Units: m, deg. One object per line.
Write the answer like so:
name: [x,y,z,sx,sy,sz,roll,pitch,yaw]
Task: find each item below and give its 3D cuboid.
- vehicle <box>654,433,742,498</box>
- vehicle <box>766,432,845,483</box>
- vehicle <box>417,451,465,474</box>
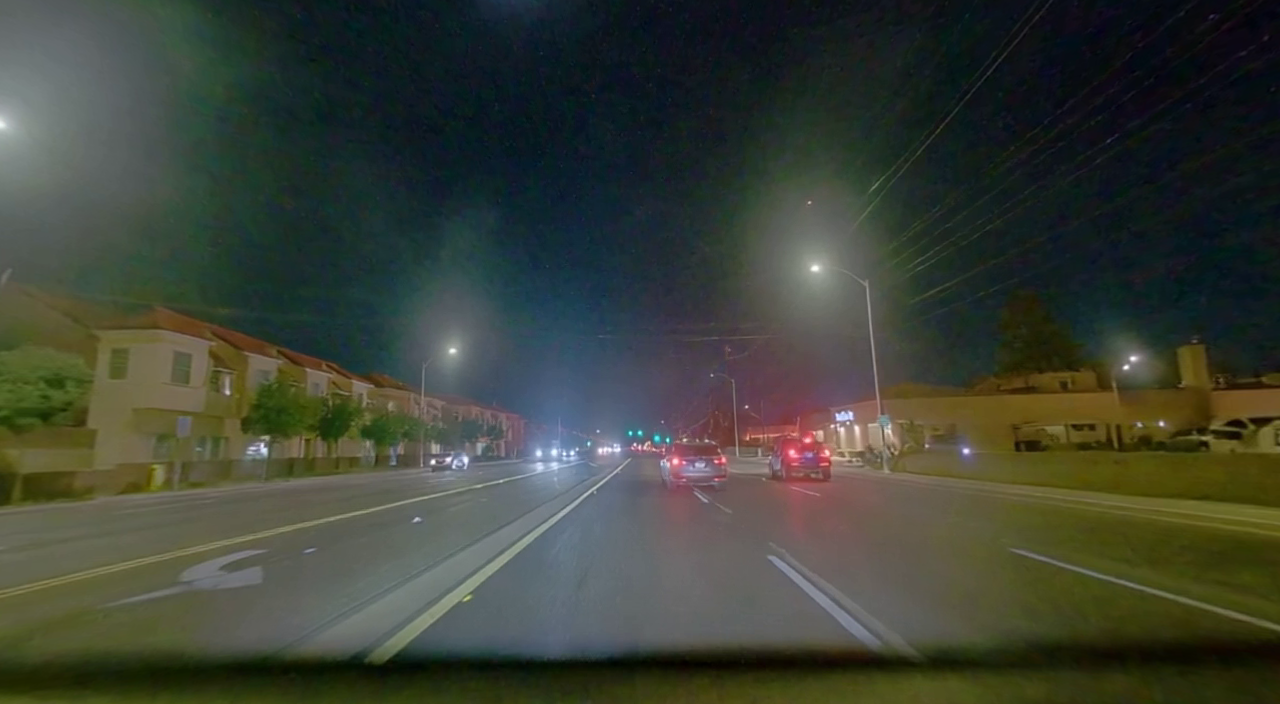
vehicle: [1.612,3.361,18.969,2.138,1.702,4.168,0,-9,-1]
vehicle: [6.661,4.297,25.916,2.061,1.889,4.268,0,-9,0]
vehicle: [-14.567,8.089,46.310,1.980,1.513,4.583,0,-9,1]
